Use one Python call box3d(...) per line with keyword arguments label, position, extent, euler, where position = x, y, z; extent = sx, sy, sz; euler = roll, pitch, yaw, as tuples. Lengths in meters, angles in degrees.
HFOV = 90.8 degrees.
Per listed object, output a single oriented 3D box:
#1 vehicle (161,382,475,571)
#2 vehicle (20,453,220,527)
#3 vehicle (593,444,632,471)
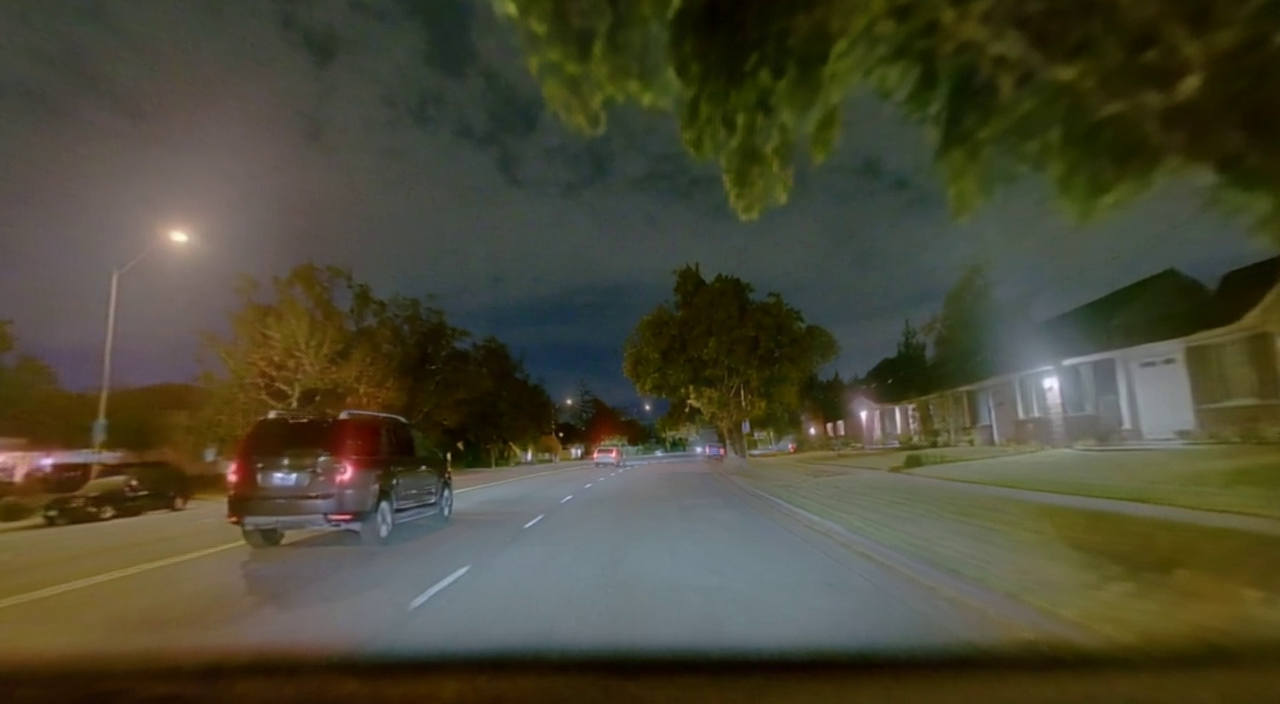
box3d(label="vehicle", position=(-4.260, 1.761, 9.667), extent=(2.085, 2.084, 5.133), euler=(0, -9, 0))
box3d(label="vehicle", position=(-15.716, 4.128, 19.543), extent=(2.029, 1.887, 4.668), euler=(-1, -8, 3))
box3d(label="vehicle", position=(-1.811, 7.141, 42.922), extent=(2.001, 1.664, 4.174), euler=(-1, -9, 7))
